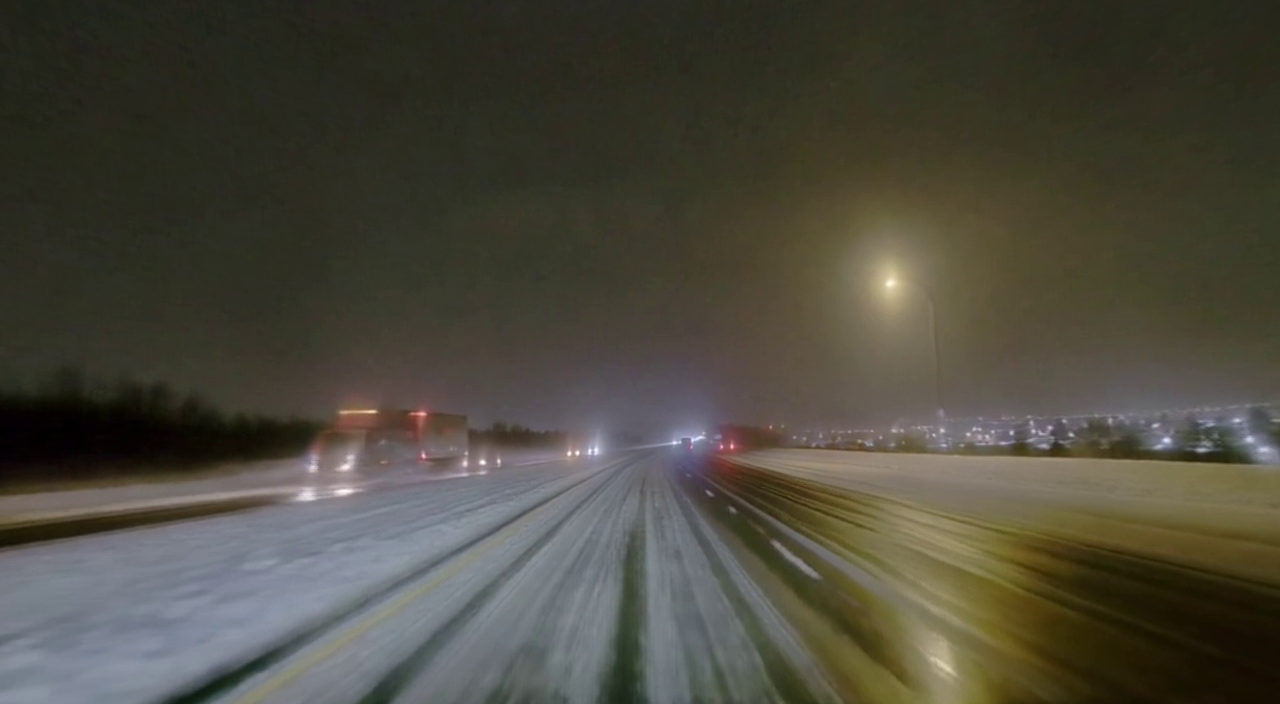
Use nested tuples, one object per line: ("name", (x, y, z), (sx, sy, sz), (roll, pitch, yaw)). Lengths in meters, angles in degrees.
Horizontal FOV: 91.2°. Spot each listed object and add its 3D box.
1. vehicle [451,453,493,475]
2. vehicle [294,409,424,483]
("vehicle", (-12.217, 8.152, 45.900), (1.834, 1.504, 3.952), (0, -9, 2))
("vehicle", (-16.856, 5.836, 38.887), (2.968, 3.924, 10.428), (0, -9, 2))
